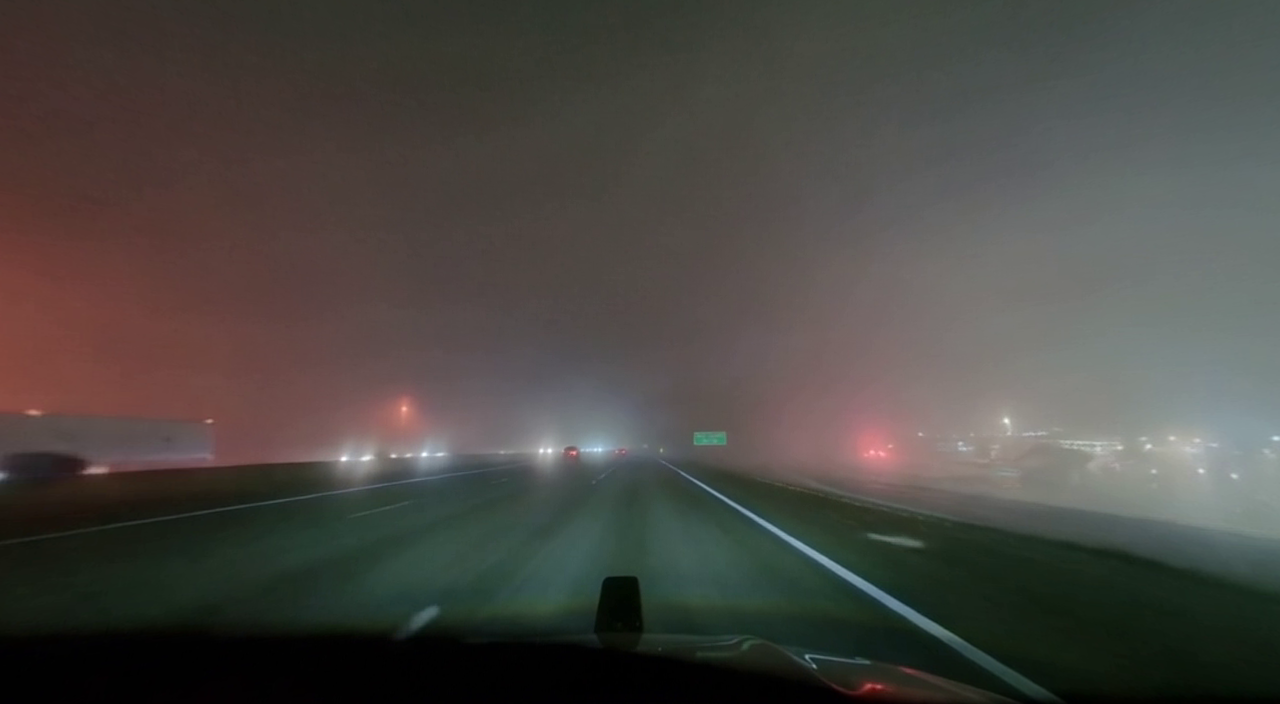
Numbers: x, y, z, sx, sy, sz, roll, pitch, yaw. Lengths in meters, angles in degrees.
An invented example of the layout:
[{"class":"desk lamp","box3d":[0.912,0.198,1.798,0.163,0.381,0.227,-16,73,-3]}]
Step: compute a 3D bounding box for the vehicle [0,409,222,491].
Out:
[{"class":"vehicle","box3d":[-28.147,5.157,33.364,2.819,3.437,13.292,0,-9,0]}]
